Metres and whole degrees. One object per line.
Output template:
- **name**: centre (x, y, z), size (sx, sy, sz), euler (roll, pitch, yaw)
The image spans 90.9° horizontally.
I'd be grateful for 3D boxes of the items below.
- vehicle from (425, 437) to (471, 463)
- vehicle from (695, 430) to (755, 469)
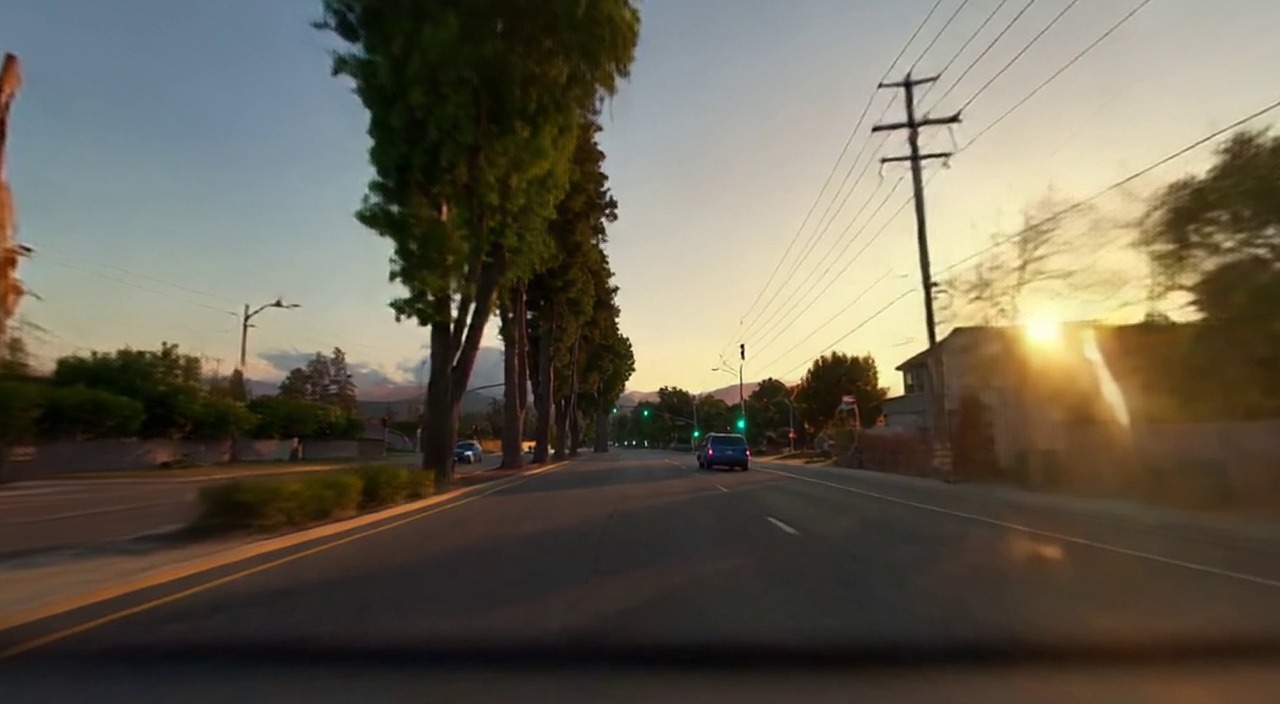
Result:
- **vehicle**: centre (-13.348, 6.830, 44.037), size (1.925, 1.670, 4.371), euler (0, -8, -1)
- **vehicle**: centre (4.101, 4.817, 31.222), size (2.240, 1.781, 4.433), euler (0, -8, -1)
